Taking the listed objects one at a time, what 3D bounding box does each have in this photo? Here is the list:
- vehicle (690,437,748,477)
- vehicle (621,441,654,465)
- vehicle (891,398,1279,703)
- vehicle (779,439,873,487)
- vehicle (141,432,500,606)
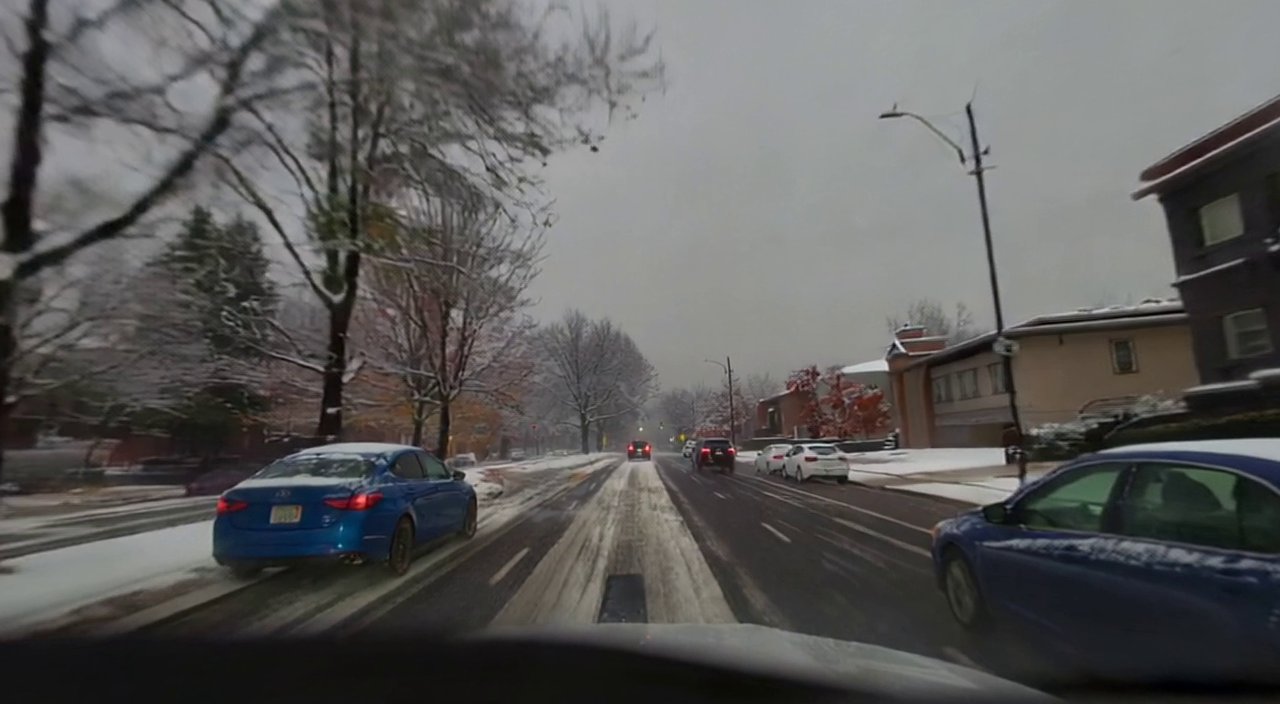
[{"bbox_3d":[3.520,4.809,28.932,2.019,1.675,4.488,0,-8,-1],"label":"vehicle"},{"bbox_3d":[-0.159,7.213,45.035,2.293,1.662,4.262,0,-8,0],"label":"vehicle"},{"bbox_3d":[3.207,1.052,3.134,2.060,1.474,4.475,0,-8,0],"label":"vehicle"},{"bbox_3d":[7.029,4.240,24.366,2.114,1.628,4.932,0,-8,0],"label":"vehicle"},{"bbox_3d":[-3.272,1.782,7.746,1.997,1.479,4.547,0,-8,0],"label":"vehicle"}]
